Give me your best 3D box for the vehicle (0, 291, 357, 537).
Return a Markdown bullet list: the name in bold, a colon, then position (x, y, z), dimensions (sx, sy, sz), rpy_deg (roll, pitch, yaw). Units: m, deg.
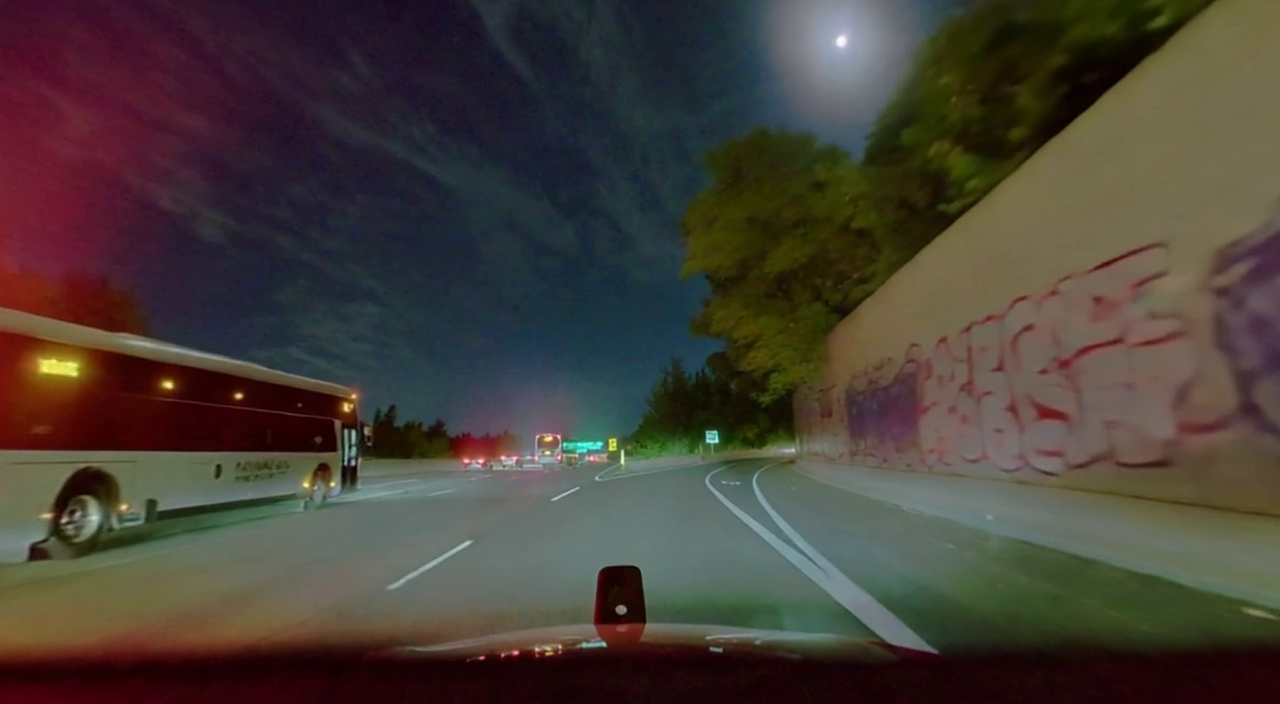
- **vehicle**: position (-10.930, 1.690, 14.181), dimensions (2.986, 3.574, 13.570), rpy_deg (0, -9, -1)
